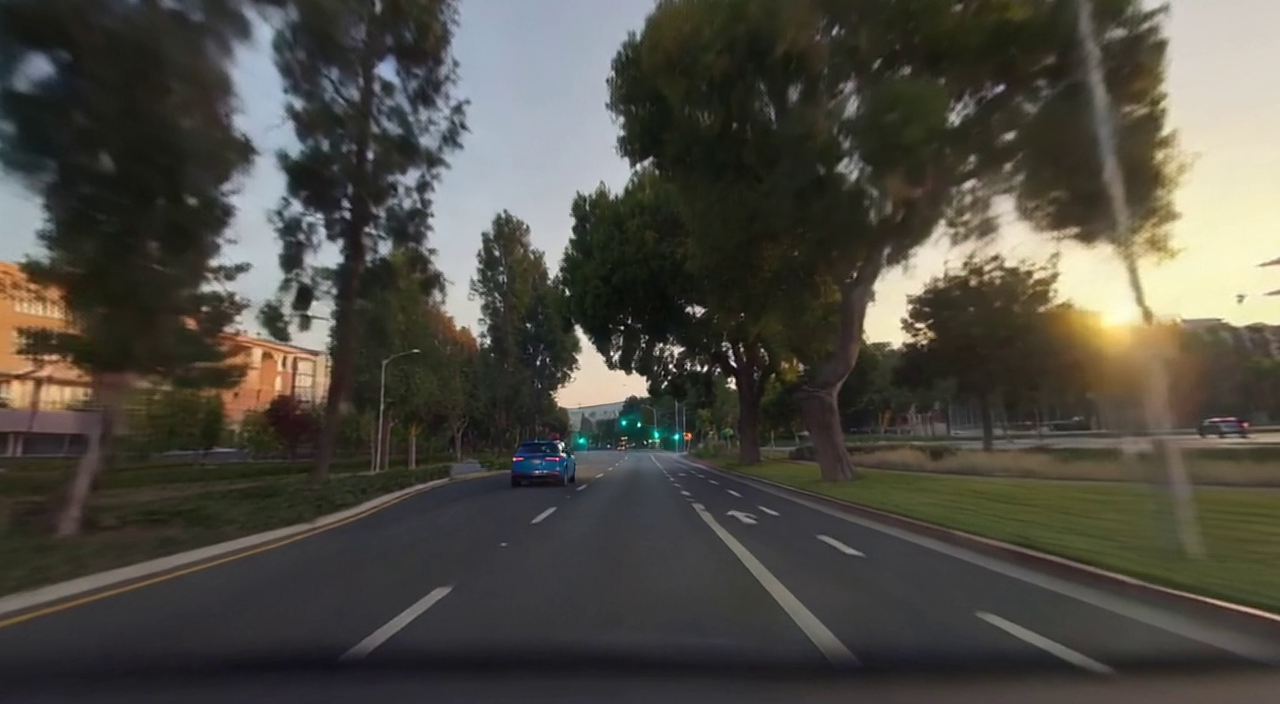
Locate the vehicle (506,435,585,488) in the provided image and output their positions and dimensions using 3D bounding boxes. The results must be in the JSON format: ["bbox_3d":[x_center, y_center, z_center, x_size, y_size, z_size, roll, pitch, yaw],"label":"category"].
[{"bbox_3d":[-3.296,3.927,22.934,2.121,1.724,4.392,0,-9,1],"label":"vehicle"}]
